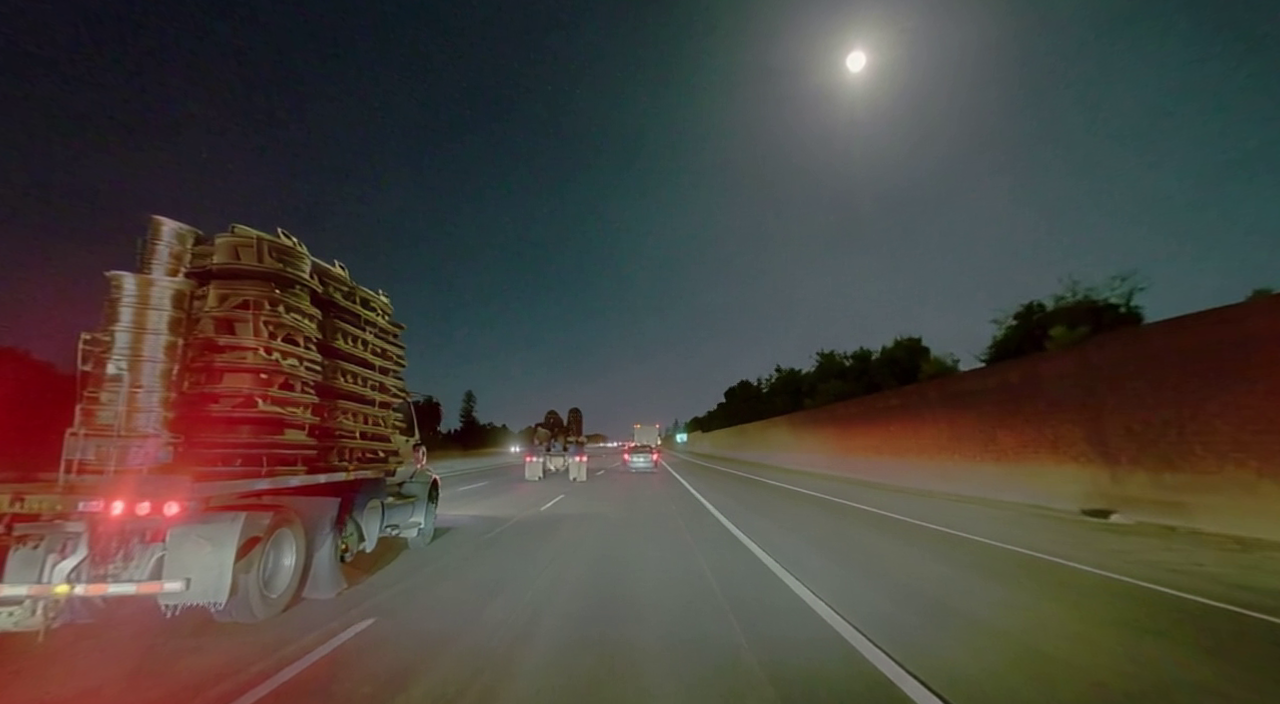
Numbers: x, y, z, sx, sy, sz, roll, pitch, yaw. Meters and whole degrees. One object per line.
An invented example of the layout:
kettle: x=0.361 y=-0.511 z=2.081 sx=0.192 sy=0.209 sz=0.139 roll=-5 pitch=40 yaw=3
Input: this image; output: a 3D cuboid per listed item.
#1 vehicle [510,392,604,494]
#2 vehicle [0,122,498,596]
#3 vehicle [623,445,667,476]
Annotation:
vehicle: x=-2.831 y=3.361 z=23.395 sx=2.798 sy=3.071 sz=8.412 roll=1 pitch=-8 yaw=-4
vehicle: x=-4.096 y=0.383 z=8.159 sx=2.998 sy=3.992 sz=5.800 roll=0 pitch=-8 yaw=1
vehicle: x=0.212 y=5.435 z=31.947 sx=2.041 sy=1.462 sz=4.548 roll=0 pitch=-8 yaw=-1
